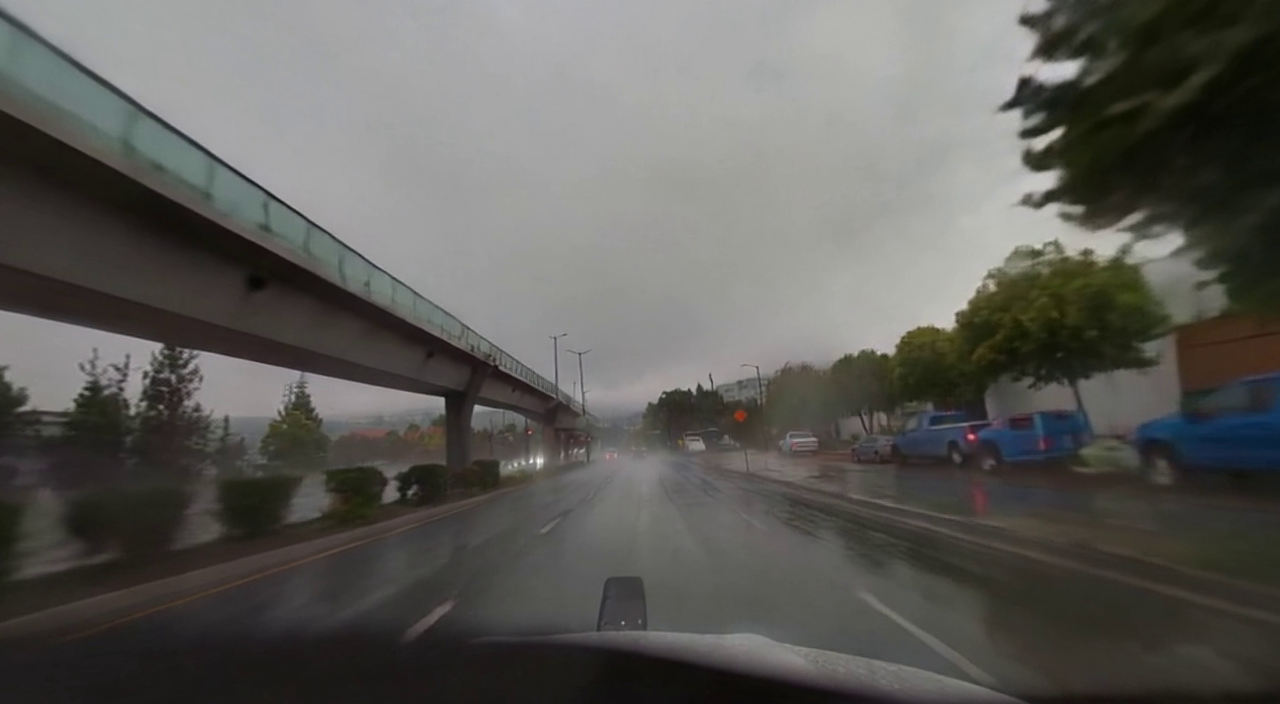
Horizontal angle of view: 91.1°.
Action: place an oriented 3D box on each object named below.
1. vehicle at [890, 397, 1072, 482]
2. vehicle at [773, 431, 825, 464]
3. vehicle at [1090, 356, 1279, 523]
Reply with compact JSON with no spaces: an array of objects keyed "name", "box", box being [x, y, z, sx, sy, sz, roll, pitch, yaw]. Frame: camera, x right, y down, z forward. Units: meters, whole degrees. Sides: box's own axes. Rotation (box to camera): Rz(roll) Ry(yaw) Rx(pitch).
[{"name":"vehicle","box":[10.626,2.887,20.363,2.287,1.953,5.796,-10,-9,-3]},{"name":"vehicle","box":[10.848,6.575,43.166,2.244,1.866,4.603,-7,-9,0]},{"name":"vehicle","box":[10.035,1.175,8.747,2.445,2.272,6.461,-2,-9,-2]}]
